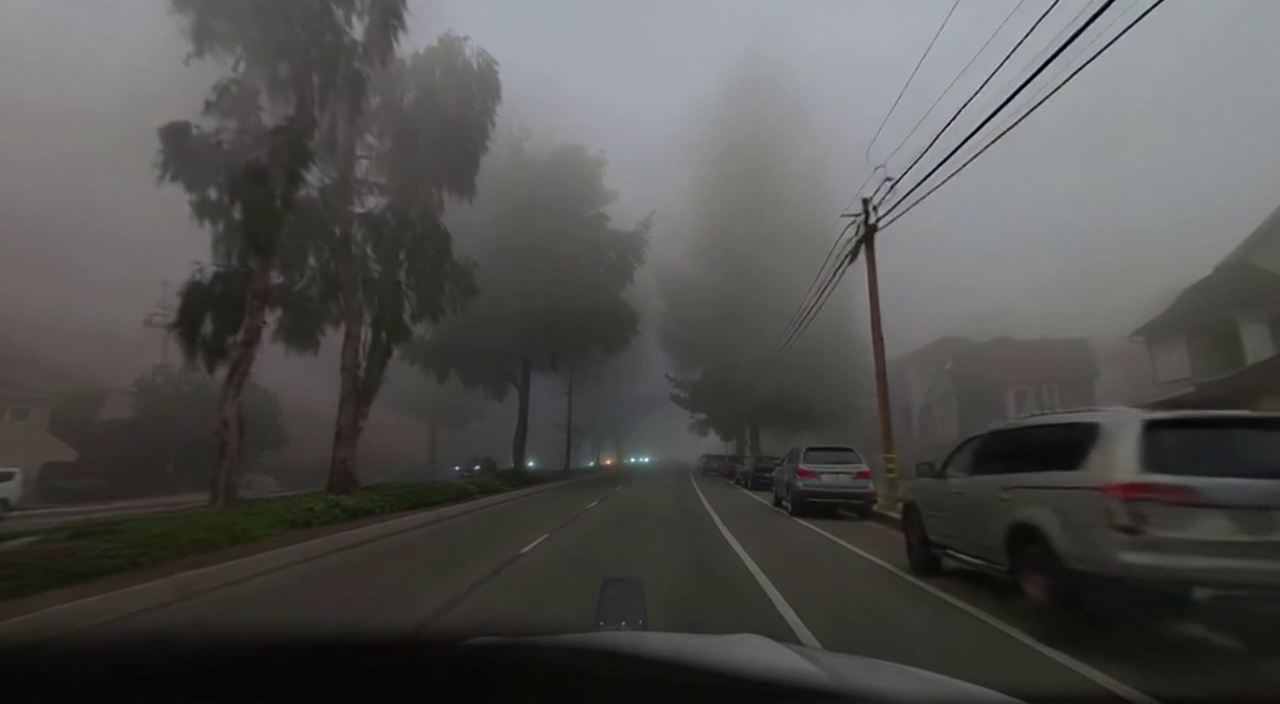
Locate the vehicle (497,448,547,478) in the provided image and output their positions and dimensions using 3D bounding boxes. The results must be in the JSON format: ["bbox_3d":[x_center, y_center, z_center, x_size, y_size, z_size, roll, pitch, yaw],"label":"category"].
[{"bbox_3d":[-7.478,7.075,40.412,2.331,1.696,4.861,0,-8,-1],"label":"vehicle"}]

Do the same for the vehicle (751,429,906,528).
[{"bbox_3d":[3.964,2.735,14.402,2.166,1.798,5.256,-1,-8,3],"label":"vehicle"}]

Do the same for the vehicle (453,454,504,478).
[{"bbox_3d":[-11.220,7.937,44.142,1.999,1.467,4.618,-1,-8,5],"label":"vehicle"}]

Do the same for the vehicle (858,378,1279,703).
[{"bbox_3d":[3.892,1.356,5.626,2.170,1.762,4.902,-1,-8,1],"label":"vehicle"}]
